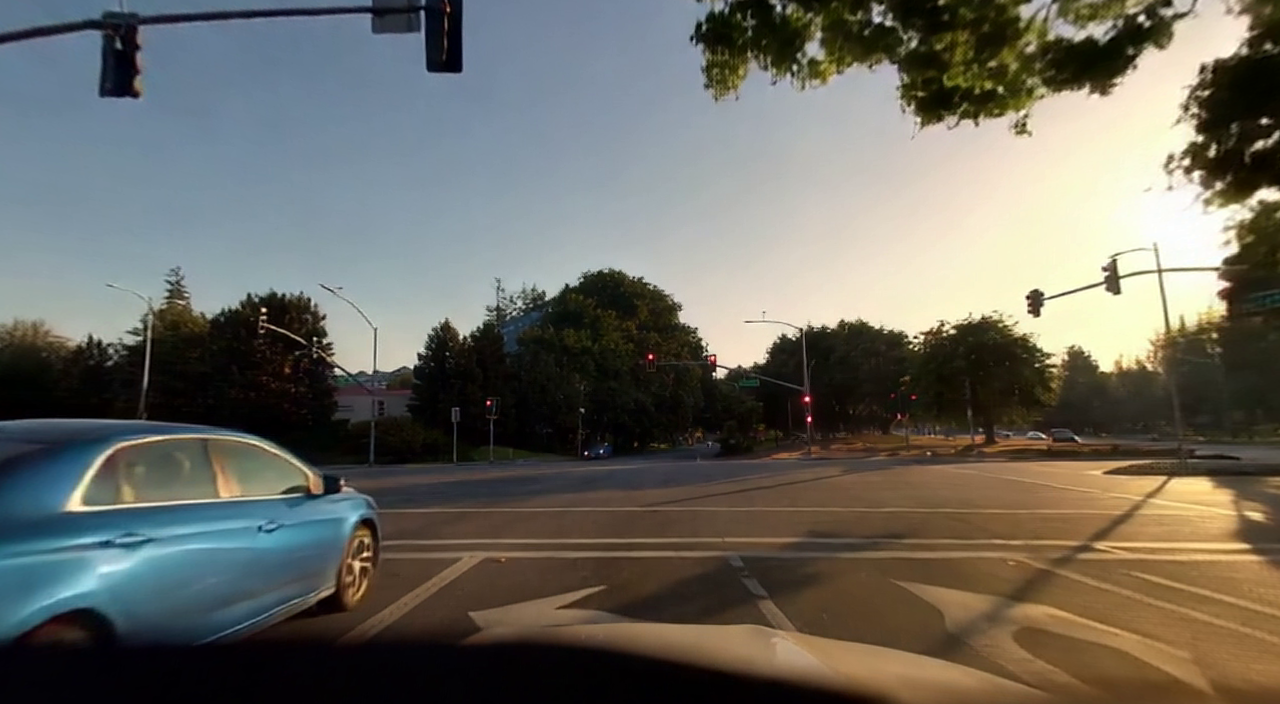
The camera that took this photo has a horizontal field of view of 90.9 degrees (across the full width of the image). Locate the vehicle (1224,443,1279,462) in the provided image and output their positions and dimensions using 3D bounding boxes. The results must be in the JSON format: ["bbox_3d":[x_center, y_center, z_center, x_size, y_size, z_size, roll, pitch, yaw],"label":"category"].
[{"bbox_3d":[47.008,7.616,48.048,1.574,1.369,3.611,-1,-8,5],"label":"vehicle"}]

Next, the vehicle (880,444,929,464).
[{"bbox_3d":[20.686,7.984,49.464,1.815,1.515,4.552,0,-9,0],"label":"vehicle"}]

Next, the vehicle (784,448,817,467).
[{"bbox_3d":[12.660,8.307,49.854,1.647,1.386,3.725,-1,-8,1],"label":"vehicle"}]

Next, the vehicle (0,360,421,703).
[{"bbox_3d":[-3.037,1.040,3.478,2.055,1.573,4.065,-1,-9,2],"label":"vehicle"}]

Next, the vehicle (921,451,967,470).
[{"bbox_3d":[23.203,8.297,48.198,1.633,1.324,3.449,0,-8,-3],"label":"vehicle"}]

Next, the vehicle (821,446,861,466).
[{"bbox_3d":[15.699,8.143,49.401,1.714,1.458,4.206,0,-8,0],"label":"vehicle"}]

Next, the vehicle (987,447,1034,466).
[{"bbox_3d":[28.576,8.050,48.704,1.662,1.440,3.583,-1,-8,4],"label":"vehicle"}]
